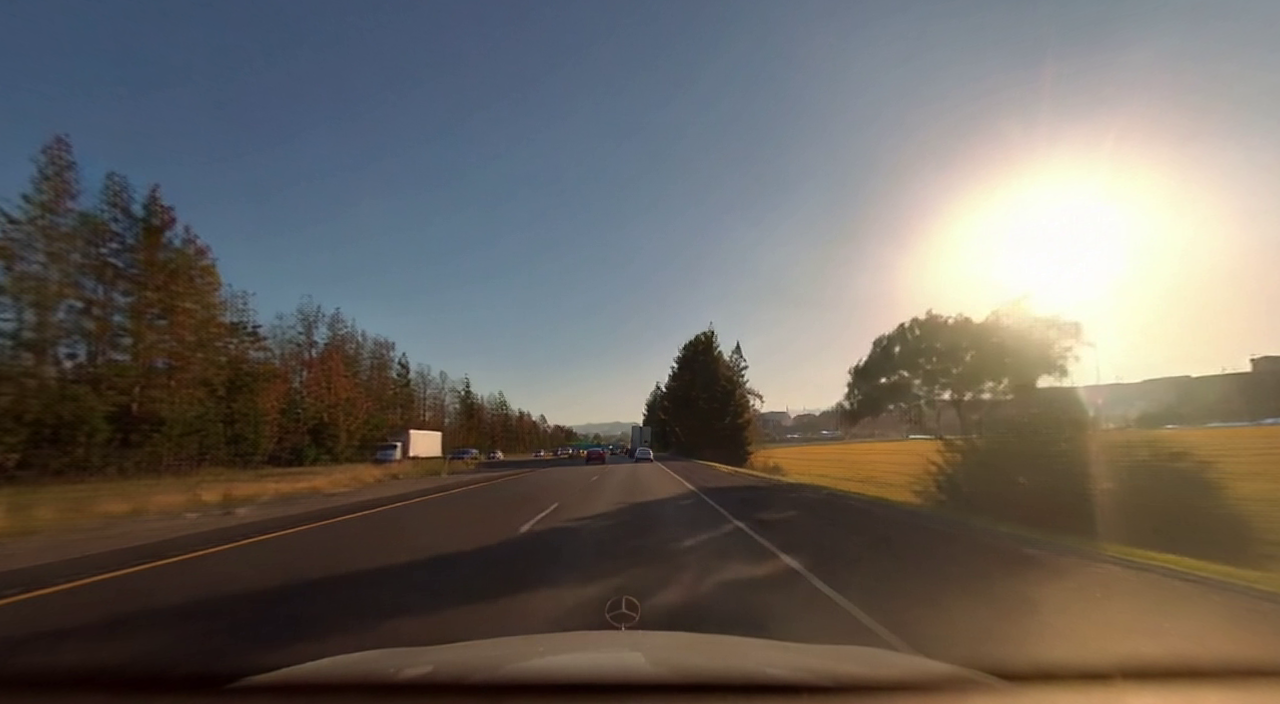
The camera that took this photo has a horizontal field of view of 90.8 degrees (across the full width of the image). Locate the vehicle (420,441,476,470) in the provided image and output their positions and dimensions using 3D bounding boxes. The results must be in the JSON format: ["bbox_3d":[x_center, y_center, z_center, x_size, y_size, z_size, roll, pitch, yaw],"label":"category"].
[{"bbox_3d":[-12.977,7.037,43.042,2.352,1.802,4.648,0,-9,-1],"label":"vehicle"}]

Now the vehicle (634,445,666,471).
[{"bbox_3d":[0.619,7.015,41.878,1.992,1.593,3.937,0,-9,-2],"label":"vehicle"}]

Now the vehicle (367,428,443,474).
[{"bbox_3d":[-17.617,7.498,47.882,2.802,3.131,7.695,0,-9,0],"label":"vehicle"}]
